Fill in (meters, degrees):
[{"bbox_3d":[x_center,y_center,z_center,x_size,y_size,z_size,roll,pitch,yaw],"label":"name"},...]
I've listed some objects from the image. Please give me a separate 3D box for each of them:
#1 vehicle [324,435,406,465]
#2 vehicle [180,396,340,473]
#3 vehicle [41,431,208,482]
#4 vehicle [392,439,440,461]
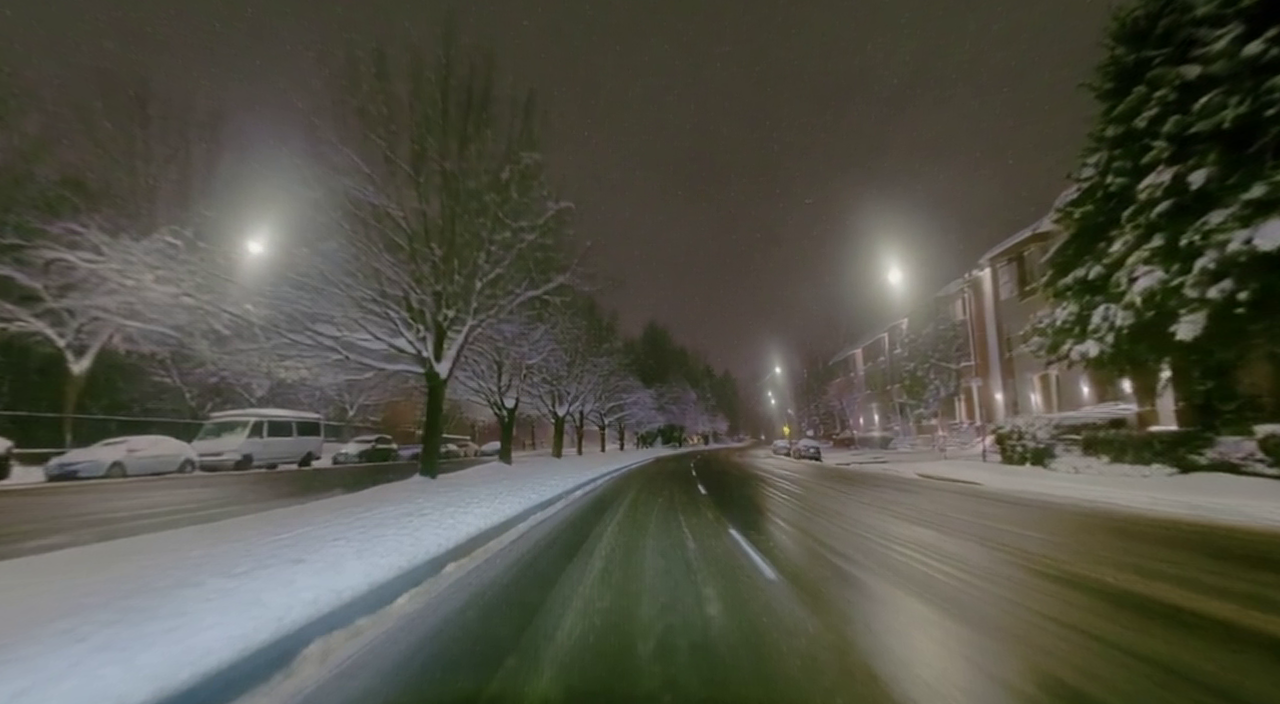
[{"bbox_3d":[-17.211,6.172,39.944,2.226,1.733,5.775,-2,-9,4],"label":"vehicle"},{"bbox_3d":[-17.858,4.076,30.404,2.781,3.224,7.055,-1,-9,5],"label":"vehicle"},{"bbox_3d":[-18.500,3.796,23.073,1.876,1.624,4.827,-2,-9,2],"label":"vehicle"},{"bbox_3d":[-16.574,7.291,46.963,1.802,1.487,4.359,-3,-9,4],"label":"vehicle"}]
